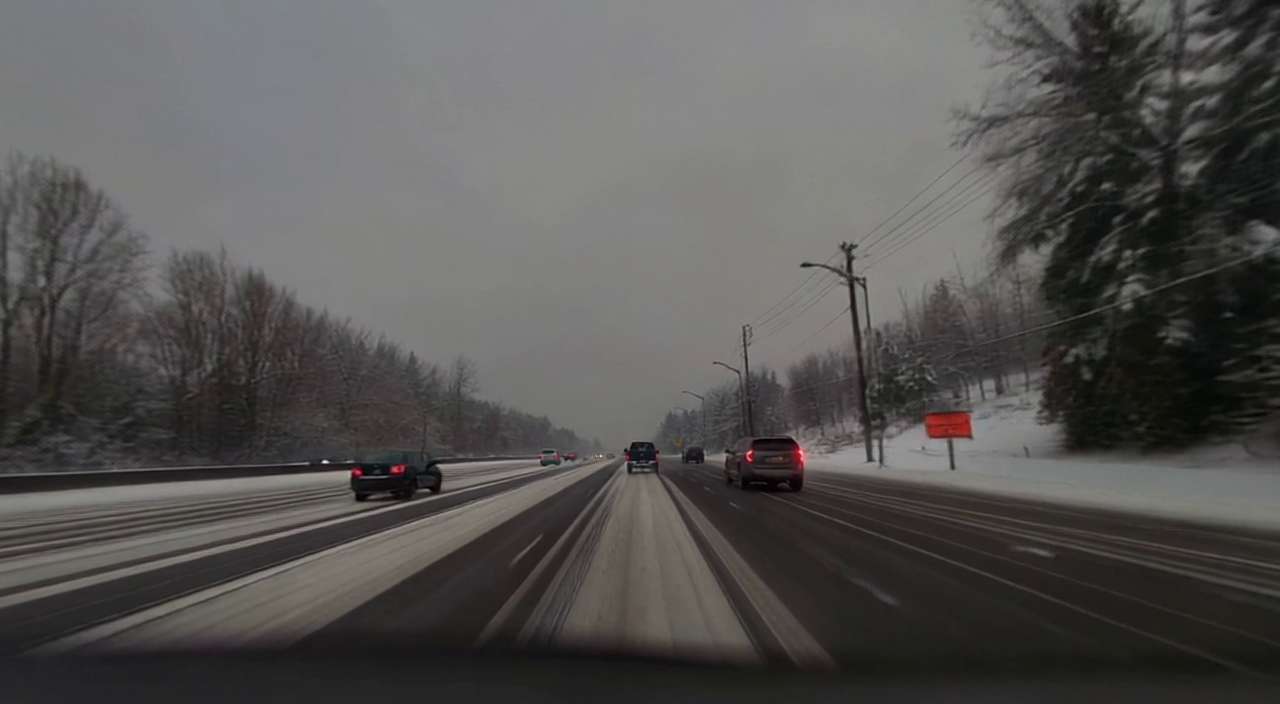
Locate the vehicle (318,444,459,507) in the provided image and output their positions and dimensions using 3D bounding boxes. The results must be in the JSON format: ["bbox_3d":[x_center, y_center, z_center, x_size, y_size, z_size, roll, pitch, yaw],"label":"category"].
[{"bbox_3d":[-6.837,3.376,17.749,2.014,1.526,4.577,0,-9,1],"label":"vehicle"}]

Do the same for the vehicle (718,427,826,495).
[{"bbox_3d":[4.262,3.660,21.474,2.388,1.998,5.749,0,-9,0],"label":"vehicle"}]

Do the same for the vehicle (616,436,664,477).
[{"bbox_3d":[0.030,5.512,33.333,2.372,1.957,5.121,0,-9,1],"label":"vehicle"}]
